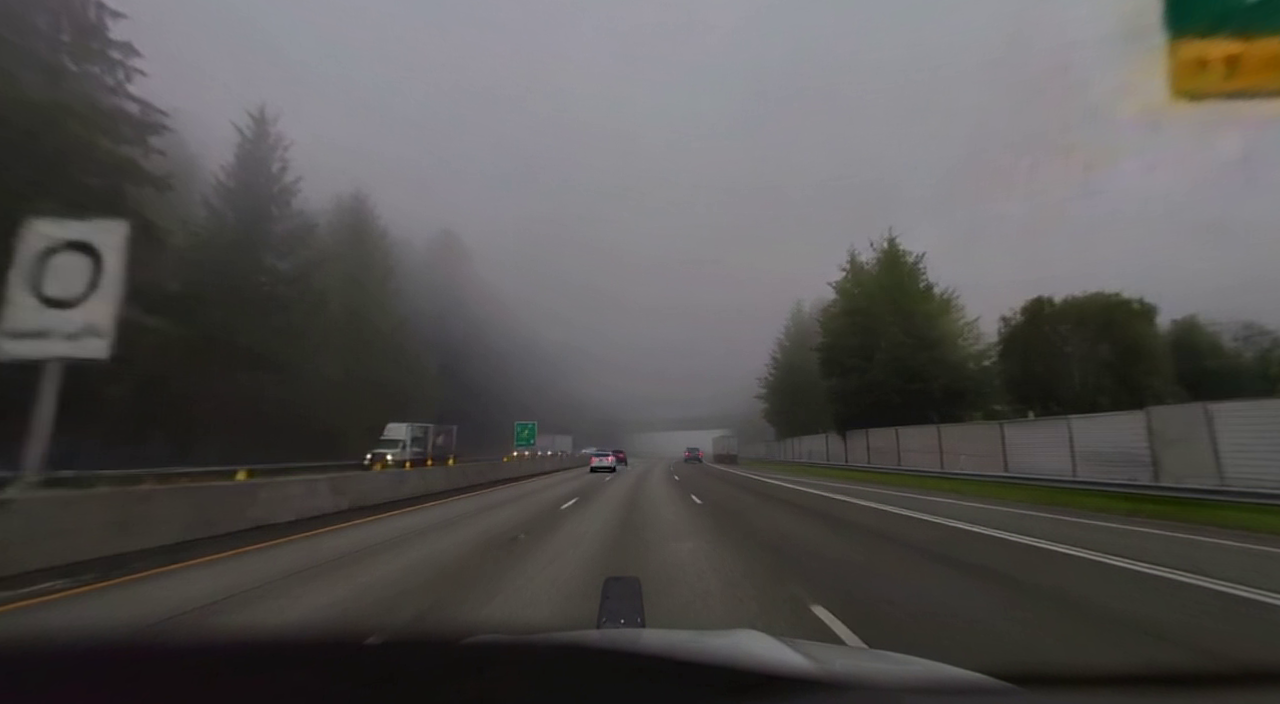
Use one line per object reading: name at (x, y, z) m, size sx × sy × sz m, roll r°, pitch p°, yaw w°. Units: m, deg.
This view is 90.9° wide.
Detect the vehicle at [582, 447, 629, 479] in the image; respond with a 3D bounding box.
vehicle at (-1.680, 5.587, 31.997) m, size 2.035 × 1.513 × 4.272 m, roll 0°, pitch -9°, yaw 1°
